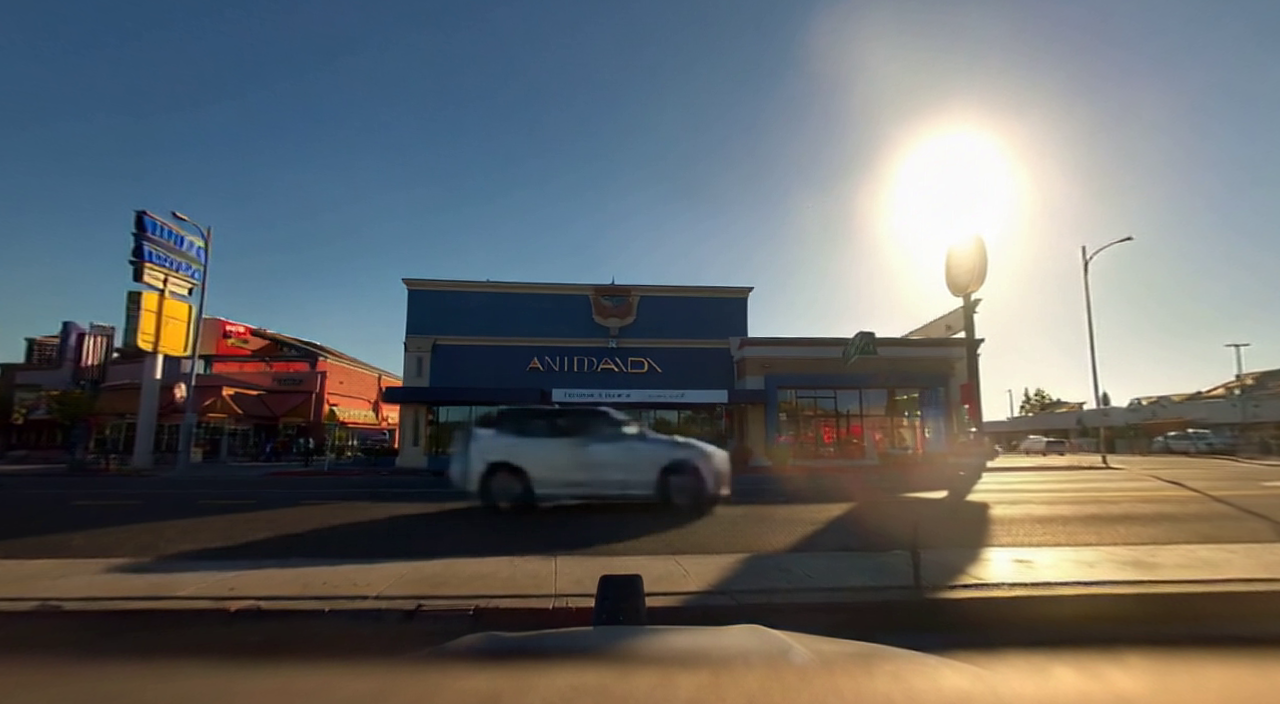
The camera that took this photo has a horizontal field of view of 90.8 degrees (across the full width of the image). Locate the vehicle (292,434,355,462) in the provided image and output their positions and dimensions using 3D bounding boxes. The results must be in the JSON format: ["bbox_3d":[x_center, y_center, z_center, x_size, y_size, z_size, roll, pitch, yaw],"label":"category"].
[{"bbox_3d":[-20.218,6.116,40.319,4.596,1.680,1.936,-8,-11,41],"label":"vehicle"}]

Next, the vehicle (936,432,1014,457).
[{"bbox_3d":[25.468,7.068,48.107,4.838,1.799,1.914,-7,-11,38],"label":"vehicle"}]

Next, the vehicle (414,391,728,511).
[{"bbox_3d":[-1.089,1.634,10.709,4.735,1.779,2.051,1,-7,-5],"label":"vehicle"}]

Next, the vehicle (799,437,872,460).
[{"bbox_3d":[12.788,6.355,41.645,1.791,1.453,4.593,5,-10,-29],"label":"vehicle"}]
